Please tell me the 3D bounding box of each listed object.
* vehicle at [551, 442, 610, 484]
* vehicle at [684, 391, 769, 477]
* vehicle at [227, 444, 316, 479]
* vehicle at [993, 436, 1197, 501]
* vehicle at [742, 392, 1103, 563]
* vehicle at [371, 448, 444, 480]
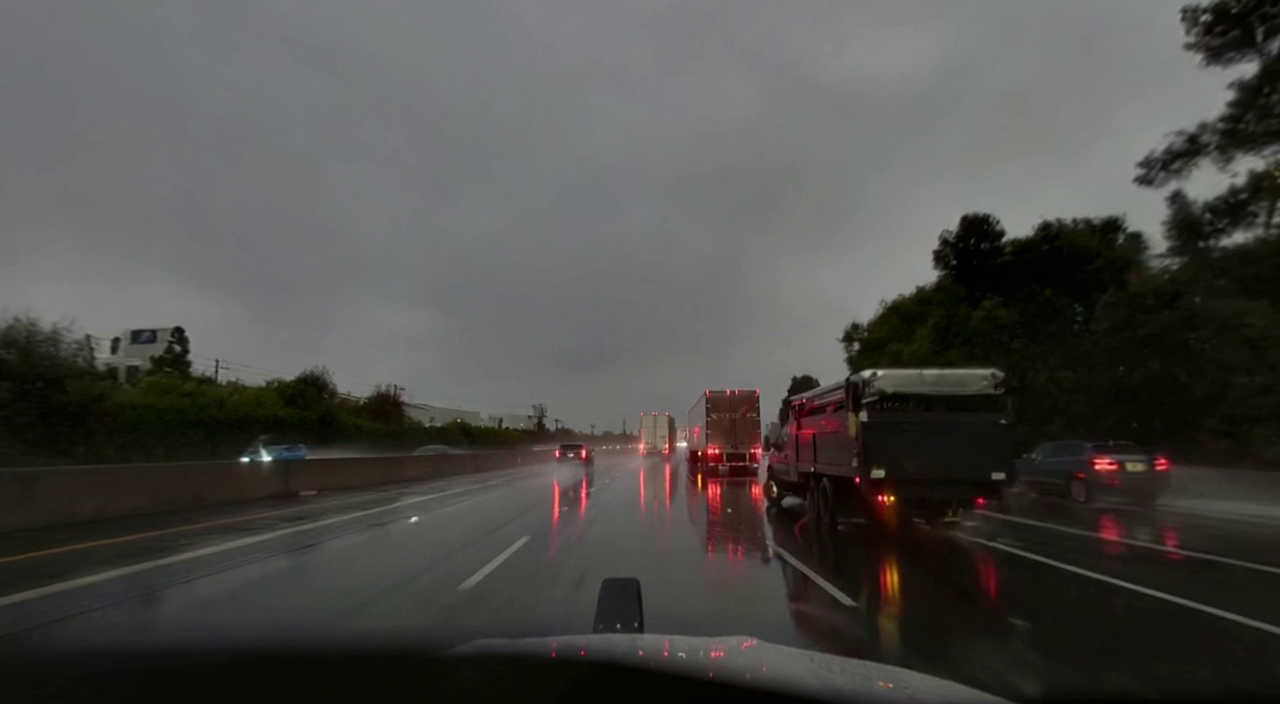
[{"bbox_3d":[-2.238,4.312,24.858,2.024,1.472,4.014,0,-8,-2],"label":"vehicle"},{"bbox_3d":[4.494,4.785,36.210,2.951,3.974,13.340,0,-9,0],"label":"vehicle"},{"bbox_3d":[-21.159,6.273,36.622,2.059,1.865,4.786,0,-9,3],"label":"vehicle"},{"bbox_3d":[12.222,3.139,17.521,2.060,1.499,4.683,0,-8,-2],"label":"vehicle"},{"bbox_3d":[3.831,1.991,11.043,2.809,1.919,7.507,0,-9,0],"label":"vehicle"},{"bbox_3d":[-11.683,5.635,32.067,1.988,1.446,4.265,-1,-9,1],"label":"vehicle"}]
